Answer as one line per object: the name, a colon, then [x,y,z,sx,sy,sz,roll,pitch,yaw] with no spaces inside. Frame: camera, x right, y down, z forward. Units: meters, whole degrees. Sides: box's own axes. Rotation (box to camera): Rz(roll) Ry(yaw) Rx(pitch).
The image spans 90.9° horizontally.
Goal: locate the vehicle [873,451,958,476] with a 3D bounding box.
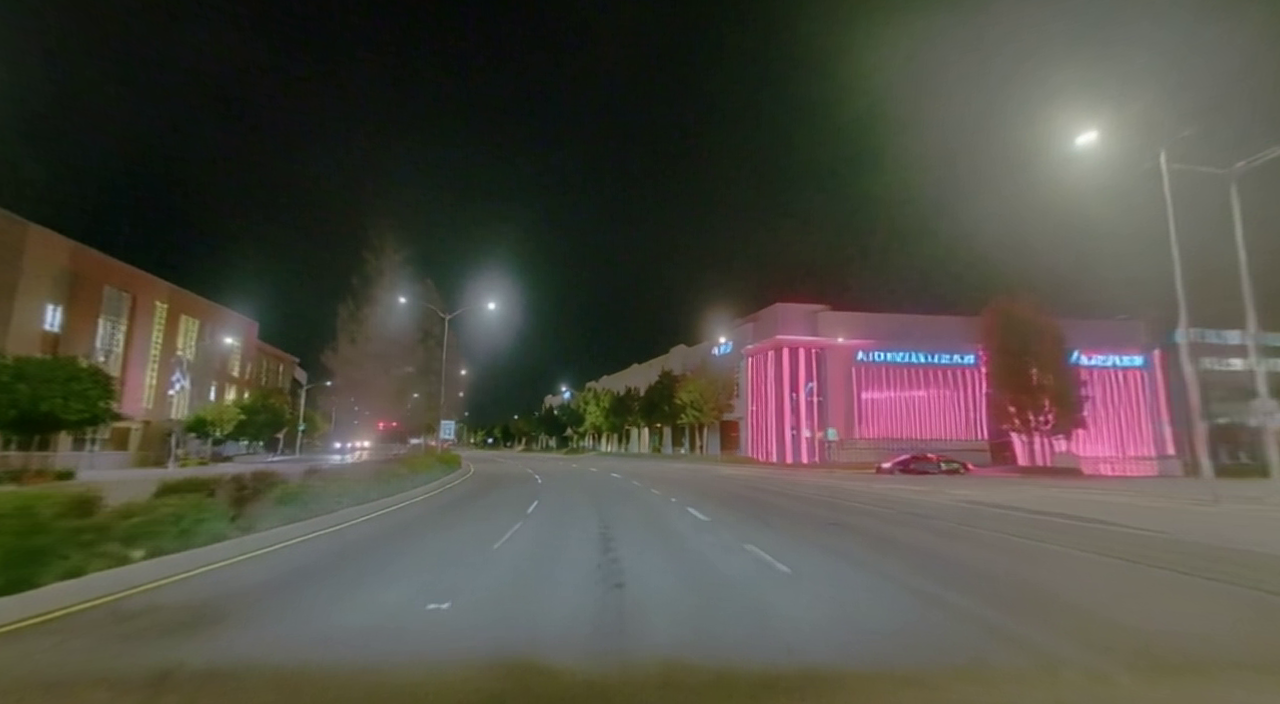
vehicle: [19.263,7.840,44.279,4.946,1.656,2.139,0,-8,-1]
